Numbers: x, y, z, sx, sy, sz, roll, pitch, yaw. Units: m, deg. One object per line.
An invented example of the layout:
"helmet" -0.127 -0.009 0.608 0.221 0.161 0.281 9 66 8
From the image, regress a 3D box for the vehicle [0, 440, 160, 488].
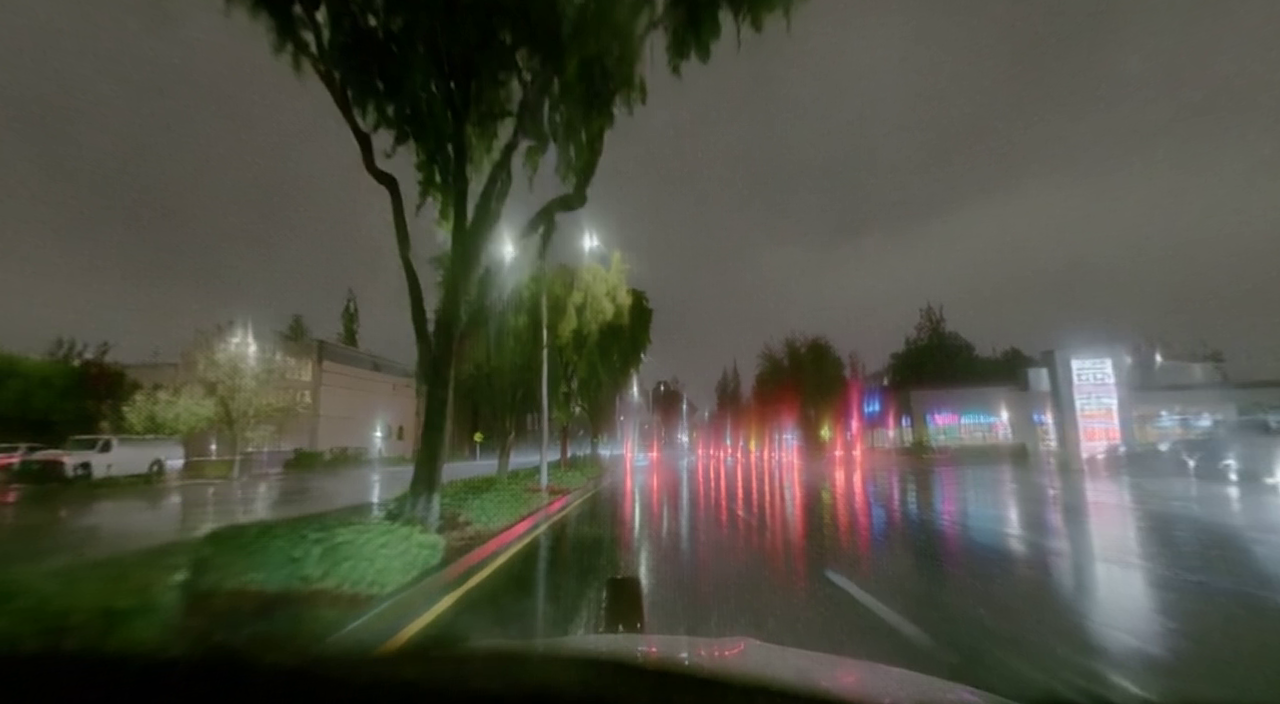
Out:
"vehicle" -24.644 4.899 28.090 5.104 1.947 2.106 6 -10 -36

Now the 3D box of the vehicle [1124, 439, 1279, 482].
"vehicle" 20.971 4.008 23.560 4.197 1.505 1.915 0 -8 0

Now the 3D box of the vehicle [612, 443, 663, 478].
"vehicle" -0.055 4.851 28.512 2.095 1.456 3.873 -1 -8 3
